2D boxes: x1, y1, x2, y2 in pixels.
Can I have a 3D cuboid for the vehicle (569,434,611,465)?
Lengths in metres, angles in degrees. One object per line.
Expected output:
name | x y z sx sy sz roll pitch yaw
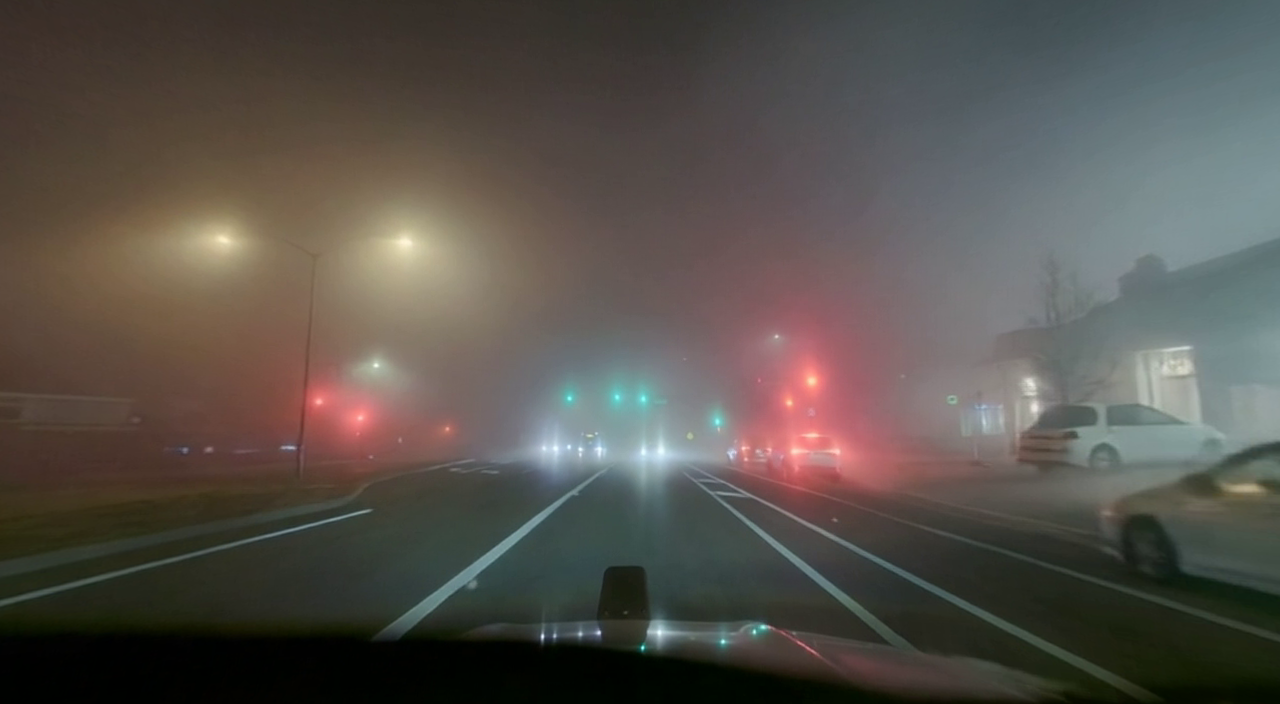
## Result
vehicle | -3.019 6.007 38.882 2.150 1.779 4.423 0 -8 1

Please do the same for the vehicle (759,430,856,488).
vehicle | 5.673 3.641 22.036 2.069 1.776 4.797 0 -7 0

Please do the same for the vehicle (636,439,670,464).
vehicle | 0.763 6.407 40.676 2.075 1.480 3.920 0 -8 -1

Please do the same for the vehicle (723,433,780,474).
vehicle | 5.867 5.361 33.894 2.112 1.966 4.642 0 -7 -1

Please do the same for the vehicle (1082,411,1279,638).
vehicle | 5.753 1.295 4.781 1.955 1.679 3.890 0 -7 0
